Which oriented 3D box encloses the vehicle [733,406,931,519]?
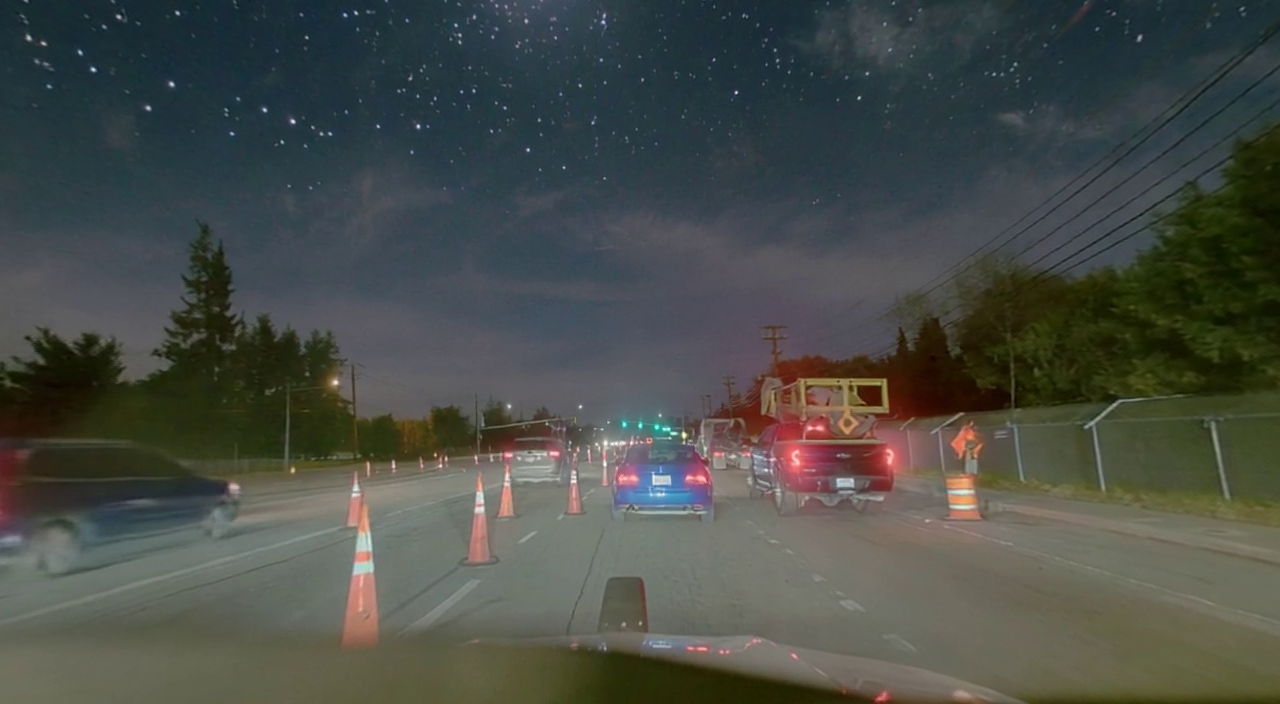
[{"bbox_3d":[3.915,2.451,14.503,2.555,2.017,6.201,0,-8,0],"label":"vehicle"}]

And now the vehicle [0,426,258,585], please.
[{"bbox_3d":[-7.082,1.682,7.473,2.018,1.490,4.926,0,-8,0],"label":"vehicle"}]

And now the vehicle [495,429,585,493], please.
[{"bbox_3d":[-2.957,3.333,19.588,1.989,1.729,4.184,0,-8,2],"label":"vehicle"}]

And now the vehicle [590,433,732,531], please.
[{"bbox_3d":[0.340,2.288,11.727,2.128,1.473,4.272,0,-8,1],"label":"vehicle"}]
